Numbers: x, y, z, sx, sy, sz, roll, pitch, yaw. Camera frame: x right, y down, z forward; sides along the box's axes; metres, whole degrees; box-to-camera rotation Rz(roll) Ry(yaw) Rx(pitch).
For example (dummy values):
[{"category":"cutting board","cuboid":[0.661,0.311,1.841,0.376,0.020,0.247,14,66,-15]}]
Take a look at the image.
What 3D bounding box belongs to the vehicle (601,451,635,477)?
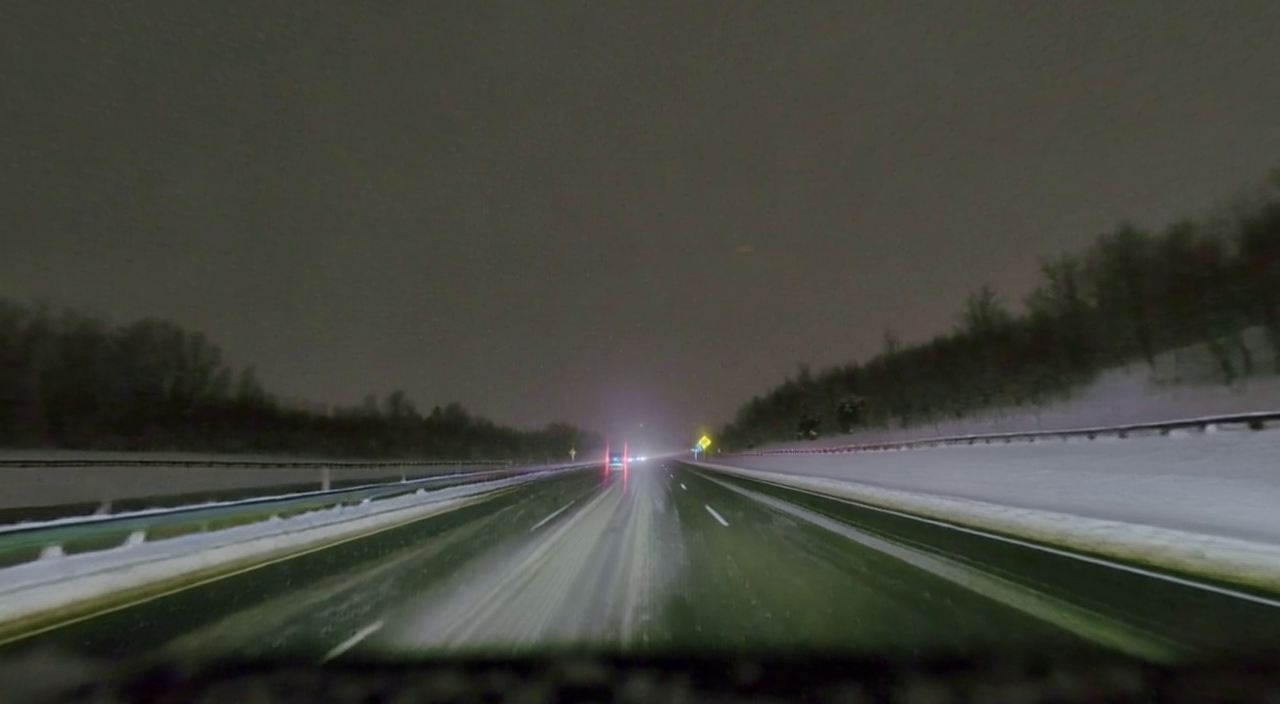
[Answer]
[{"category":"vehicle","cuboid":[-1.473,7.629,43.282,2.053,1.647,4.252,0,-9,2]}]
